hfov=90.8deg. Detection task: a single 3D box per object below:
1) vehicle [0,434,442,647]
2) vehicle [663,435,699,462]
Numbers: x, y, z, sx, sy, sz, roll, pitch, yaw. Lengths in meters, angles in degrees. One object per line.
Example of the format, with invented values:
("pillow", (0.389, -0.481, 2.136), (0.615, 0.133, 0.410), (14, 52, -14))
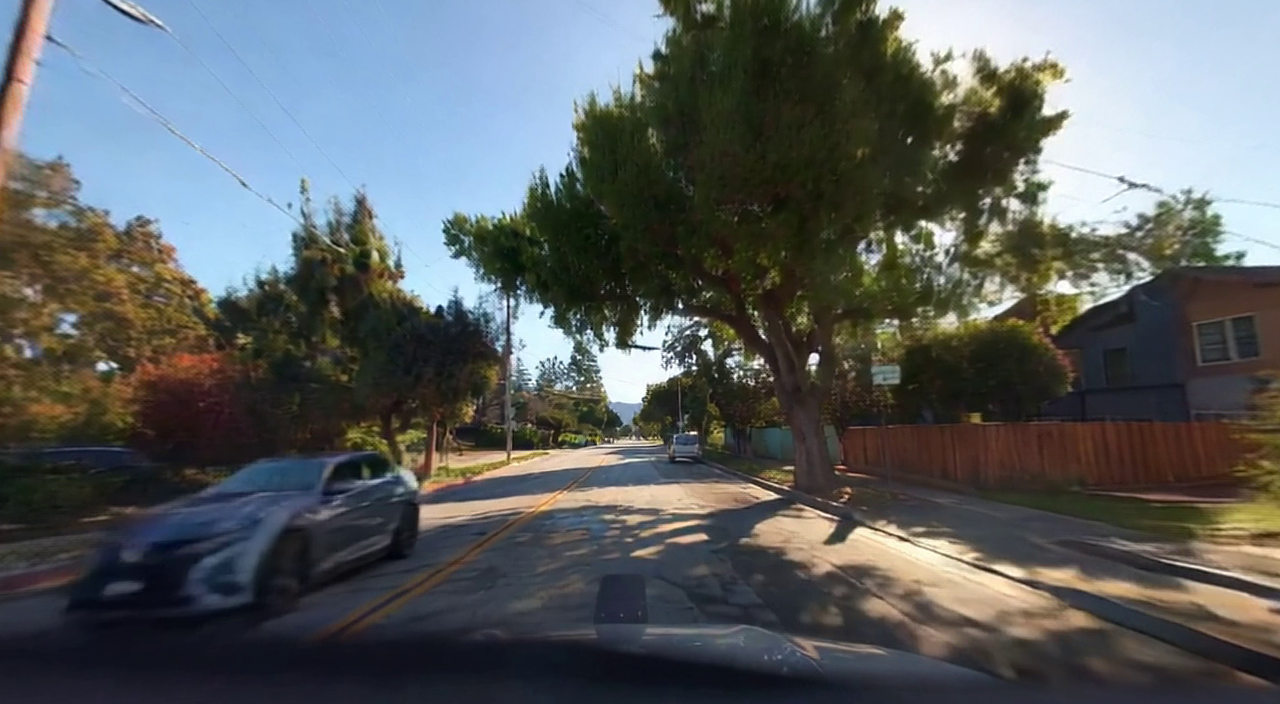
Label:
("vehicle", (-3.702, 1.635, 6.568), (1.959, 1.473, 4.115), (0, -8, 0))
("vehicle", (2.769, 6.638, 43.491), (2.086, 1.726, 4.384), (0, -8, -1))
